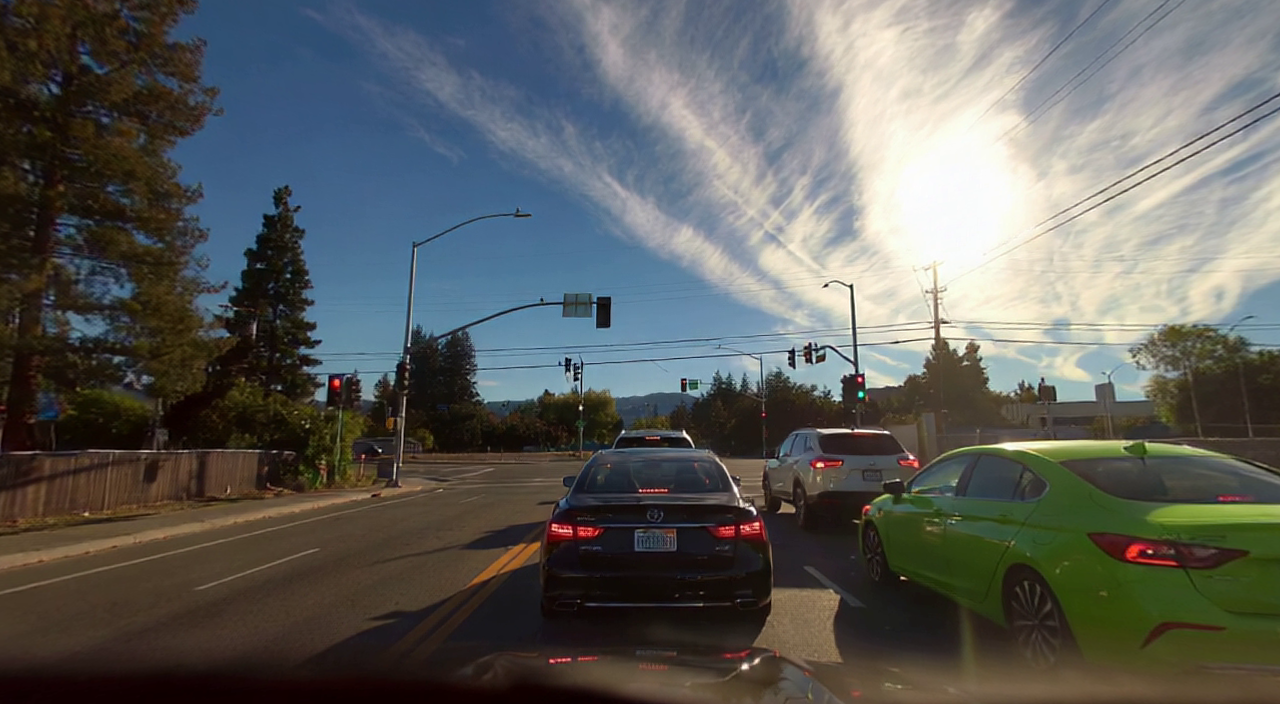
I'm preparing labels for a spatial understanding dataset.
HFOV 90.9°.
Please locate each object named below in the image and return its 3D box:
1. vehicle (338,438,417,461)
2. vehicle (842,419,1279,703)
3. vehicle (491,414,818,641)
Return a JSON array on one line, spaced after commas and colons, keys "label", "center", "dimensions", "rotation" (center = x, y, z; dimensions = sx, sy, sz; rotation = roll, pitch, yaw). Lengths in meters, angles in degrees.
[{"label": "vehicle", "center": [-17.236, 6.407, 41.468], "dimensions": [4.406, 1.458, 1.892], "rotation": [-1, -8, 7]}, {"label": "vehicle", "center": [3.084, 1.249, 4.143], "dimensions": [2.027, 1.432, 4.431], "rotation": [0, -8, 0]}, {"label": "vehicle", "center": [0.065, 1.489, 6.449], "dimensions": [2.170, 1.497, 4.369], "rotation": [0, -8, -1]}]
